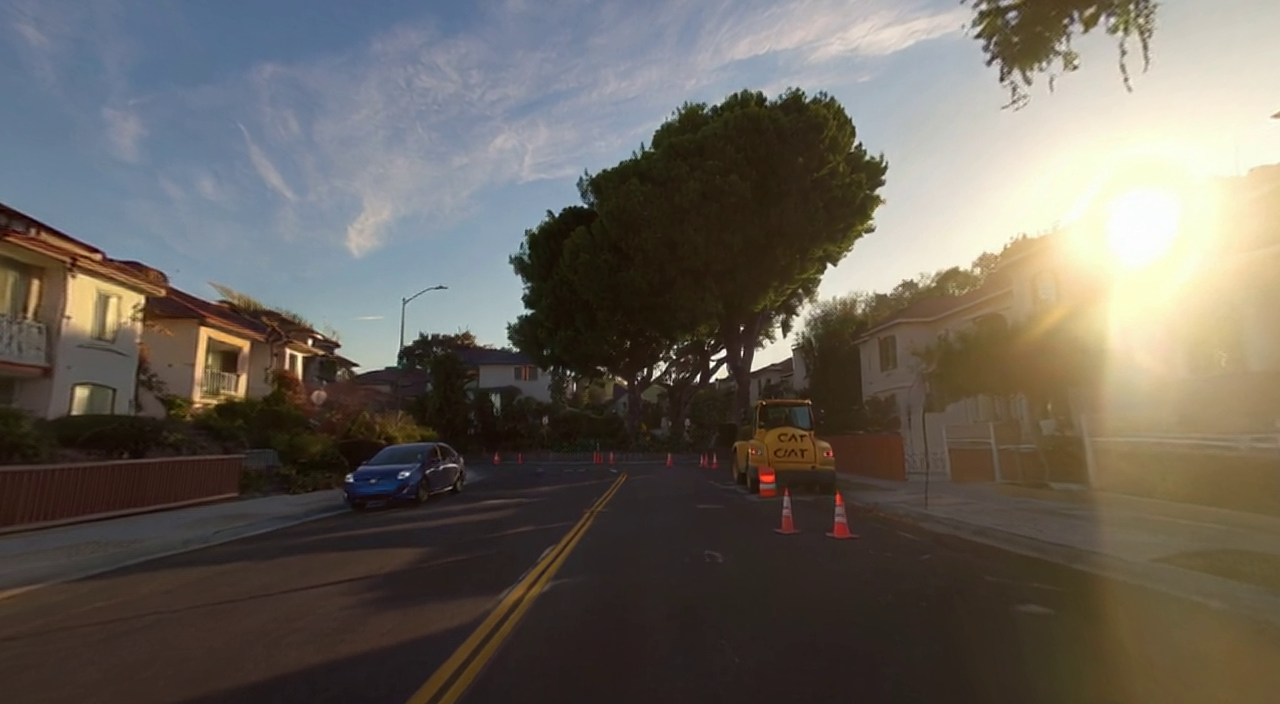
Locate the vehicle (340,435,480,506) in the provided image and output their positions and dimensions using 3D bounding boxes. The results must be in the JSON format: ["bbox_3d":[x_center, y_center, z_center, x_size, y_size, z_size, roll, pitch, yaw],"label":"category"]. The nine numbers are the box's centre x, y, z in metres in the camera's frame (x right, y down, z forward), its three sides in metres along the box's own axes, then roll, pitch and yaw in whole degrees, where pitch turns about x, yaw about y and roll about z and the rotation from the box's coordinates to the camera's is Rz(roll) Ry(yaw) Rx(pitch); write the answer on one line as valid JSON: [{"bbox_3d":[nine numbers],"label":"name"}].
[{"bbox_3d":[-6.473,3.338,18.469,2.220,1.765,4.799,-1,-8,1],"label":"vehicle"}]

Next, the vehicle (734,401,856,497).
[{"bbox_3d":[4.567,2.944,19.237,2.501,2.613,3.505,1,-9,-5],"label":"vehicle"}]
